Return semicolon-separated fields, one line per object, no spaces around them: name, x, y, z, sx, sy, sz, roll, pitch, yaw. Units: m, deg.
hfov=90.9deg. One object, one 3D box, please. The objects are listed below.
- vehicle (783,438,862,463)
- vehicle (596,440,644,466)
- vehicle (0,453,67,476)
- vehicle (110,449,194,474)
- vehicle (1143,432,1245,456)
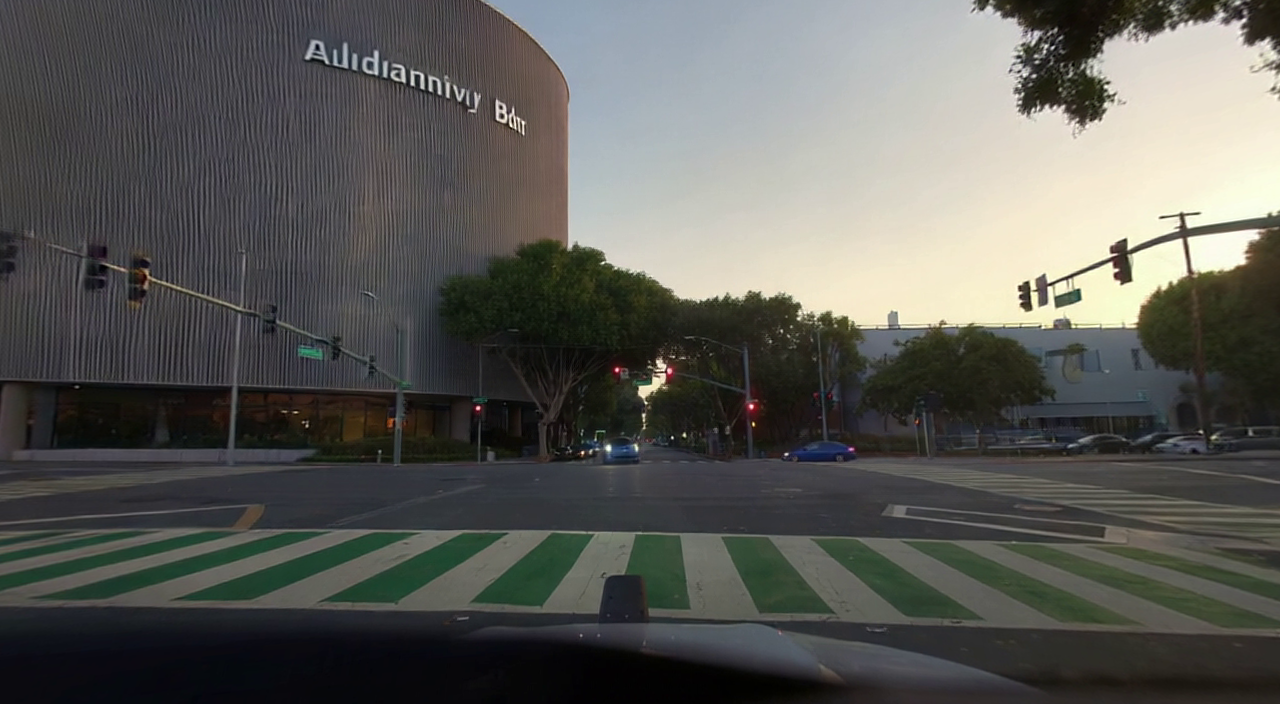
vehicle;11.378;6.188;39.602;4.529;1.457;1.981;-2;-9;9
vehicle;-1.313;6.115;38.291;2.280;1.454;4.836;1;-9;-10
vehicle;-41.646;7.633;42.767;3.698;1.467;1.779;0;-8;1
vehicle;-33.069;7.406;42.751;4.136;1.661;1.857;0;-8;1
vehicle;36.156;6.016;41.194;4.767;1.456;1.858;0;-8;2
